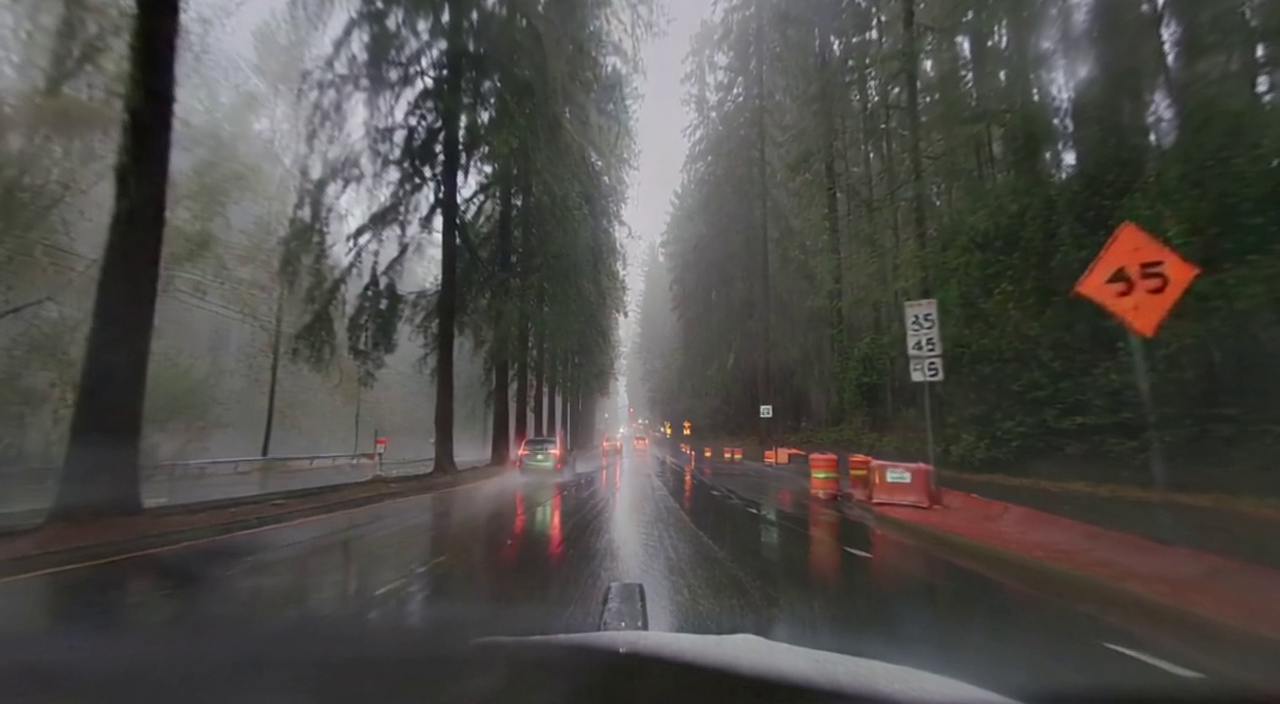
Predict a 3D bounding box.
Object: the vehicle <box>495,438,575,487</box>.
[{"bbox_3d":[-3.527,3.762,21.796,2.029,1.511,3.922,-1,-8,1],"label":"vehicle"}]
